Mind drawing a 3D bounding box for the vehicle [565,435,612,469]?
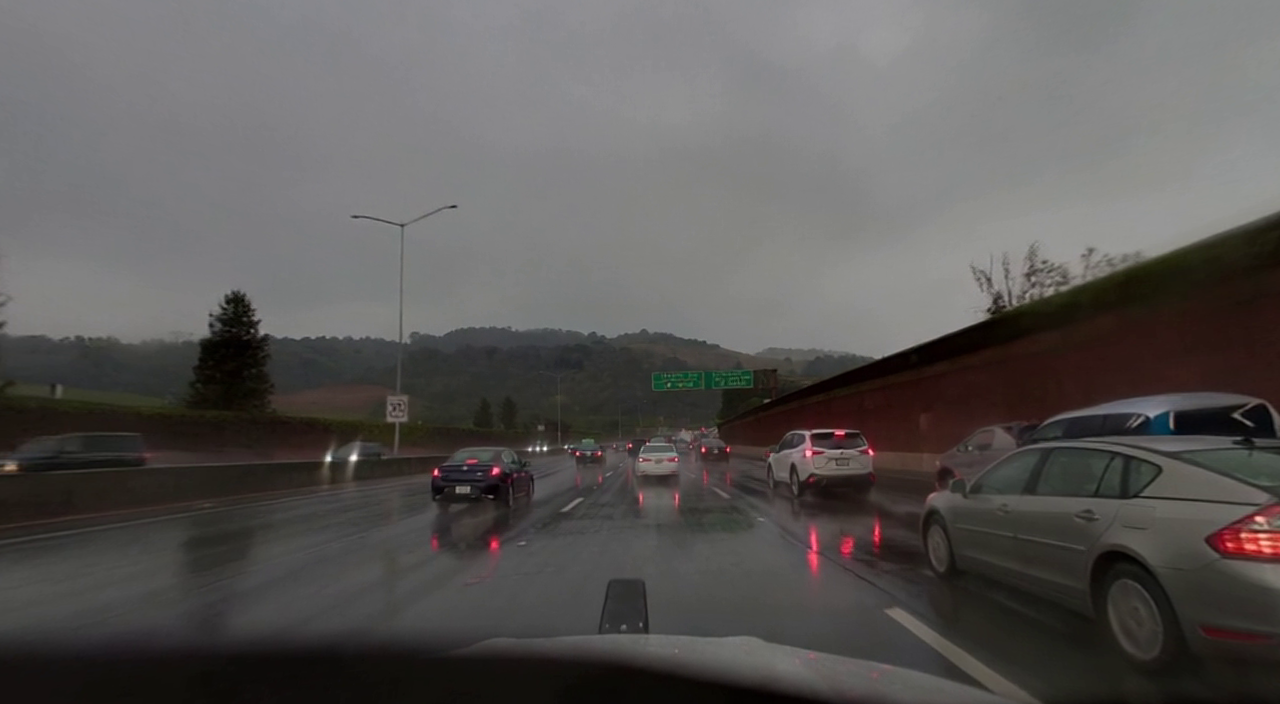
[{"bbox_3d":[-2.879,5.736,36.419,2.154,1.793,4.736,0,-8,2],"label":"vehicle"}]

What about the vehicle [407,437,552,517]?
[{"bbox_3d":[-3.286,2.627,13.893,1.961,1.456,4.362,0,-8,1],"label":"vehicle"}]

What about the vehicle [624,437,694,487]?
[{"bbox_3d":[0.550,3.562,20.824,2.105,1.471,3.978,0,-8,0],"label":"vehicle"}]

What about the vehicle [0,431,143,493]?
[{"bbox_3d":[-21.855,3.932,22.995,2.448,1.955,6.132,0,-8,0],"label":"vehicle"}]

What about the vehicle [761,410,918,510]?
[{"bbox_3d":[4.203,2.358,14.223,1.970,1.872,4.575,0,-8,-1],"label":"vehicle"}]

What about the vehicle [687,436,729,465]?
[{"bbox_3d":[3.720,5.439,35.107,1.855,1.513,3.915,0,-8,-1],"label":"vehicle"}]

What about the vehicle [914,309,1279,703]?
[{"bbox_3d":[3.730,0.937,4.096,1.930,1.831,4.344,0,-8,0],"label":"vehicle"}]

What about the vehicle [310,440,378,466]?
[{"bbox_3d":[-21.506,7.355,46.151,2.205,1.769,5.650,0,-8,0],"label":"vehicle"}]
